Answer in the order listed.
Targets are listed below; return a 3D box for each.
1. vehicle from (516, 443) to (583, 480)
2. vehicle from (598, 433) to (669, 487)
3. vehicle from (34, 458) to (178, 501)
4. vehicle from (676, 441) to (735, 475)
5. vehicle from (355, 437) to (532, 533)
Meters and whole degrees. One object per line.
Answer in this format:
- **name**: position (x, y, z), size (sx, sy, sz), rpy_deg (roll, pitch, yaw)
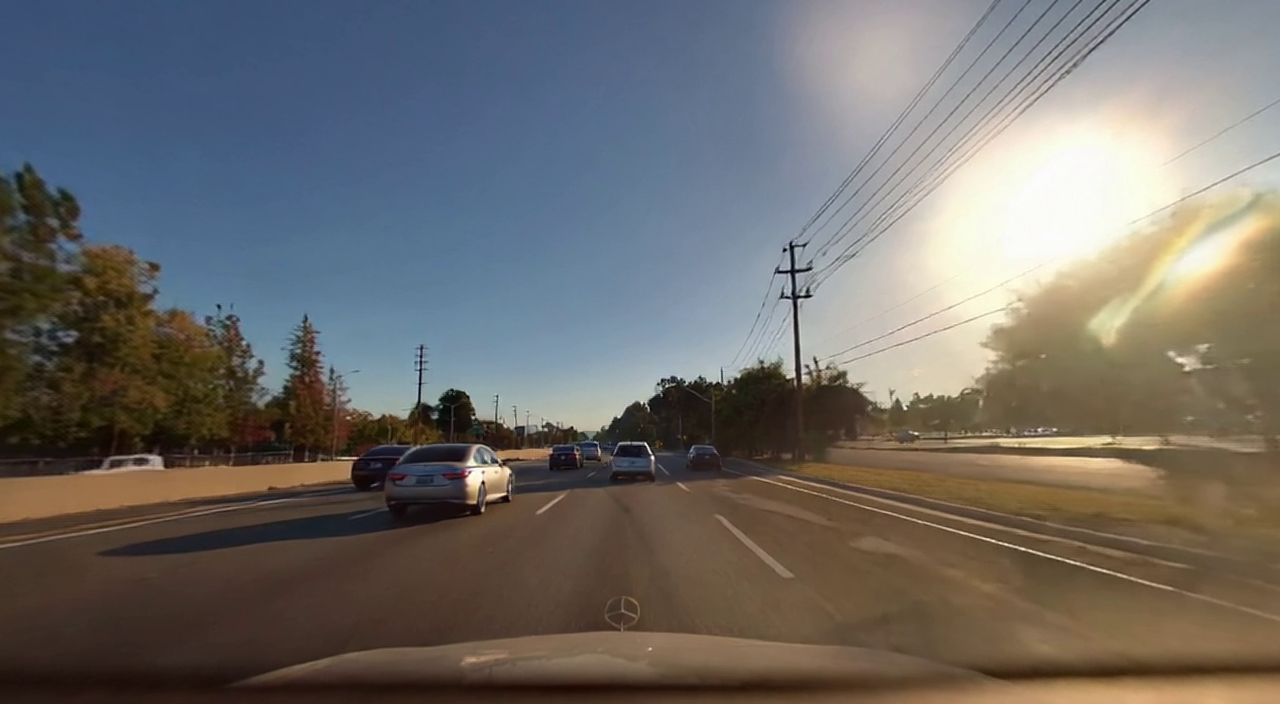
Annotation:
- **vehicle**: position (-3.794, 4.661, 27.290), size (2.203, 1.425, 4.610), rpy_deg (0, -8, 0)
- **vehicle**: position (-0.217, 3.746, 22.258), size (2.284, 1.699, 4.168), rpy_deg (0, -8, 0)
- **vehicle**: position (-22.122, 5.251, 26.476), size (2.048, 1.530, 4.605), rpy_deg (0, -8, -1)
- **vehicle**: position (3.004, 4.961, 29.932), size (2.197, 1.464, 4.356), rpy_deg (0, -8, -2)
- **vehicle**: position (-3.386, 2.357, 11.908), size (1.958, 1.447, 4.454), rpy_deg (0, -8, -1)
